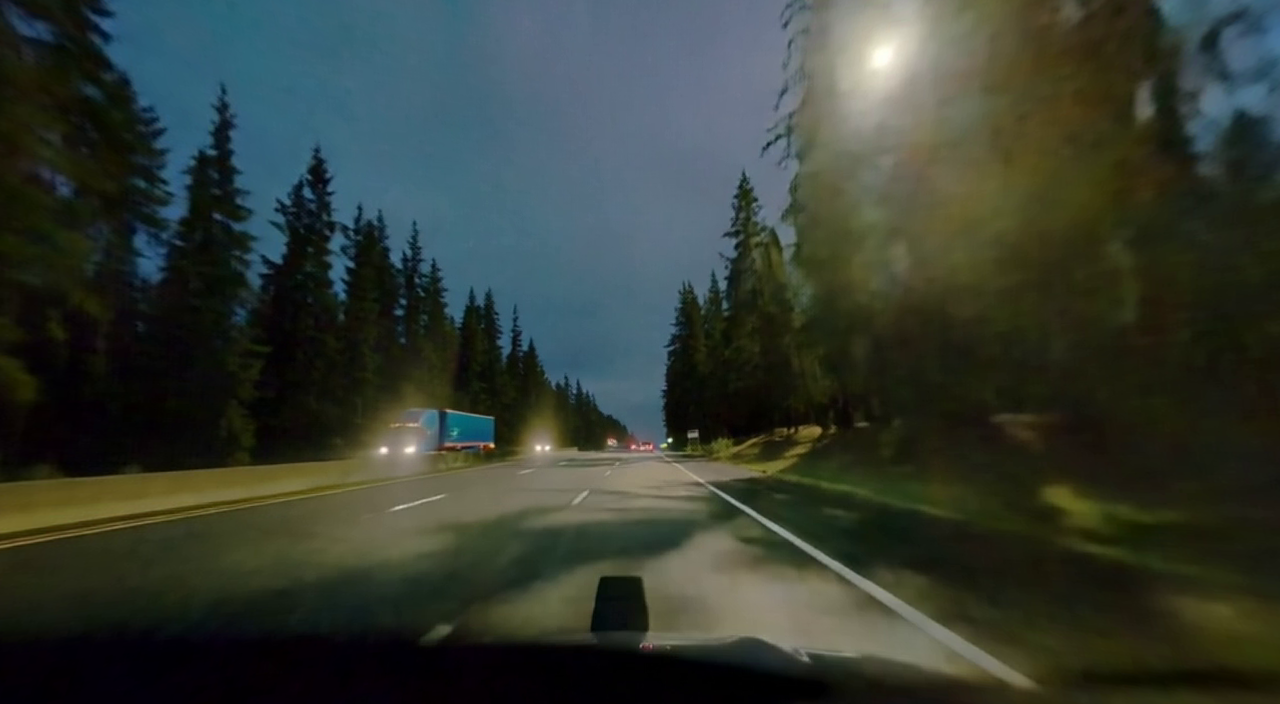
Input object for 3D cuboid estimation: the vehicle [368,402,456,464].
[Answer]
[{"bbox_3d":[-17.106,6.224,48.112,3.317,4.278,8.478,0,-8,1],"label":"vehicle"}]
